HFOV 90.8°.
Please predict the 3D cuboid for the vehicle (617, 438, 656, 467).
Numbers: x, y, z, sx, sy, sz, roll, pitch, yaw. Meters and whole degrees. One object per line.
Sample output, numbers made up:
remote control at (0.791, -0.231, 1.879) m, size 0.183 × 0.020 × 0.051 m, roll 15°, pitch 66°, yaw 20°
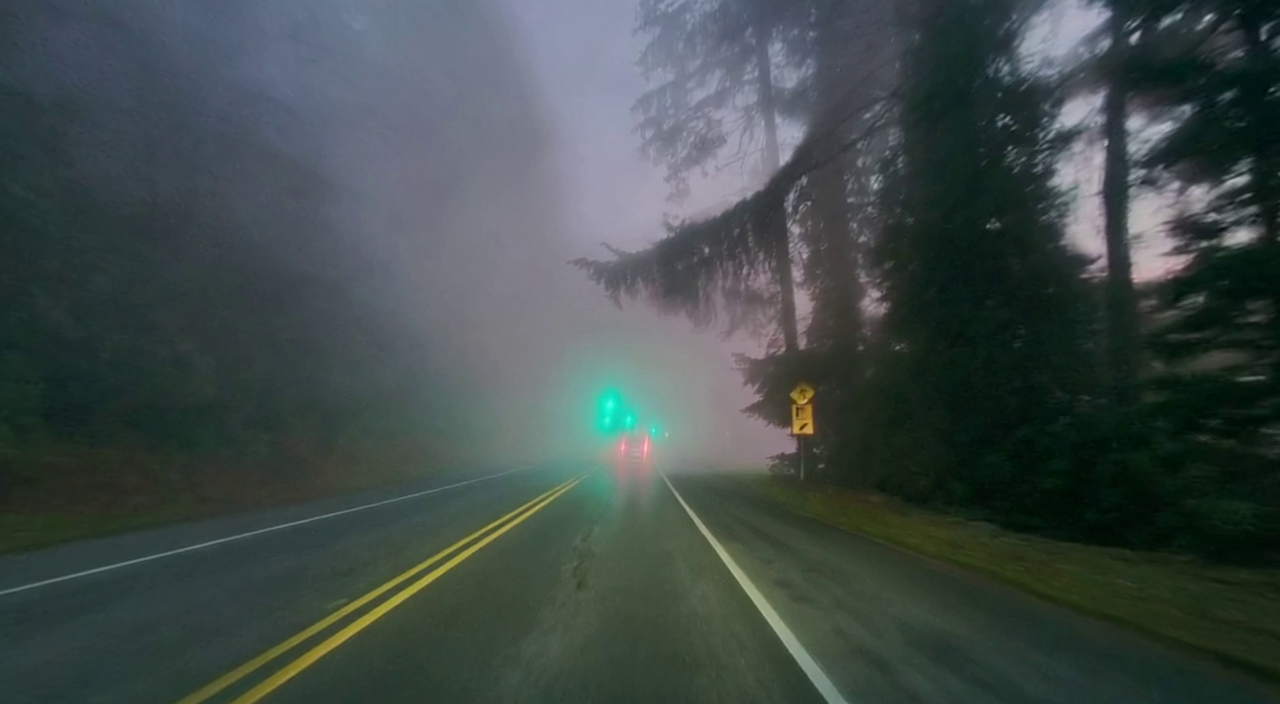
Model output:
vehicle at (-0.171, 5.505, 34.728) m, size 2.042 × 1.489 × 3.963 m, roll 0°, pitch -8°, yaw 0°
